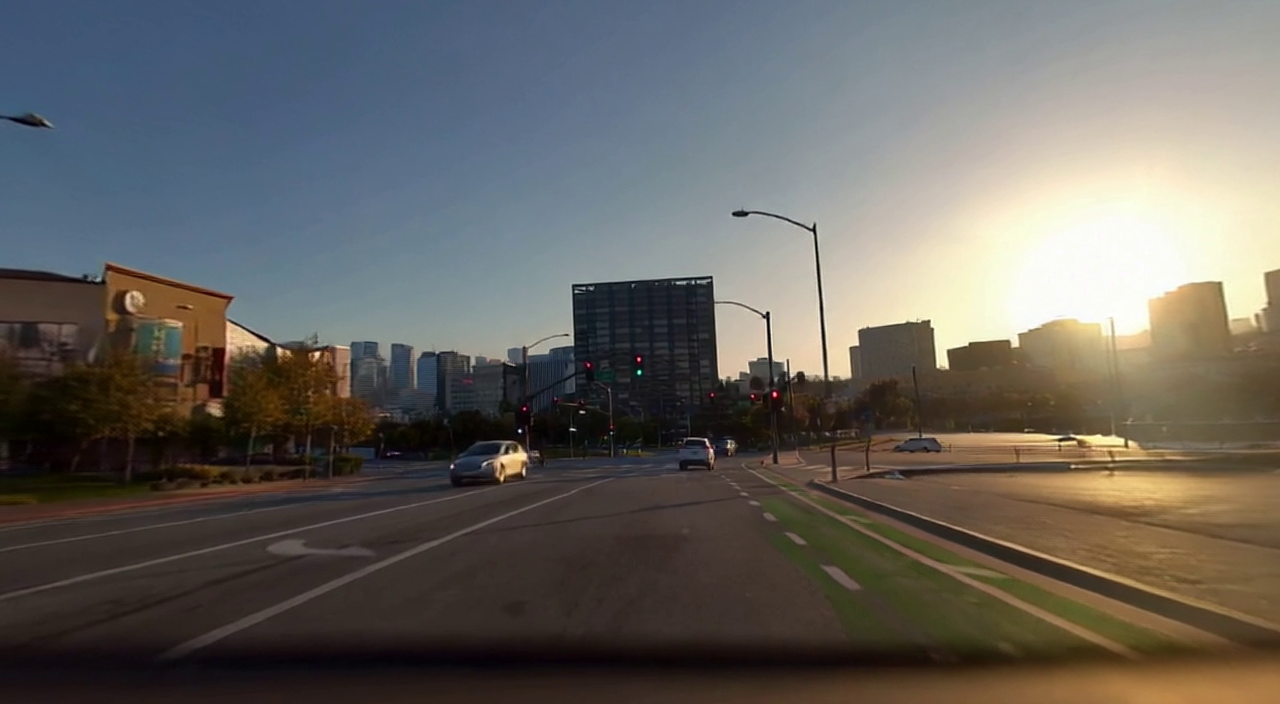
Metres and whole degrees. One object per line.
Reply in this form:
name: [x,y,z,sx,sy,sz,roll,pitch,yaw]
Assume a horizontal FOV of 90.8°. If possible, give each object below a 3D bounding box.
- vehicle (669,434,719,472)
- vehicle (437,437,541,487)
vehicle: [2.885,5.250,33.040,2.230,1.827,4.298,-1,-9,9]
vehicle: [-5.607,4.159,24.264,2.183,1.699,4.974,-1,-8,8]
